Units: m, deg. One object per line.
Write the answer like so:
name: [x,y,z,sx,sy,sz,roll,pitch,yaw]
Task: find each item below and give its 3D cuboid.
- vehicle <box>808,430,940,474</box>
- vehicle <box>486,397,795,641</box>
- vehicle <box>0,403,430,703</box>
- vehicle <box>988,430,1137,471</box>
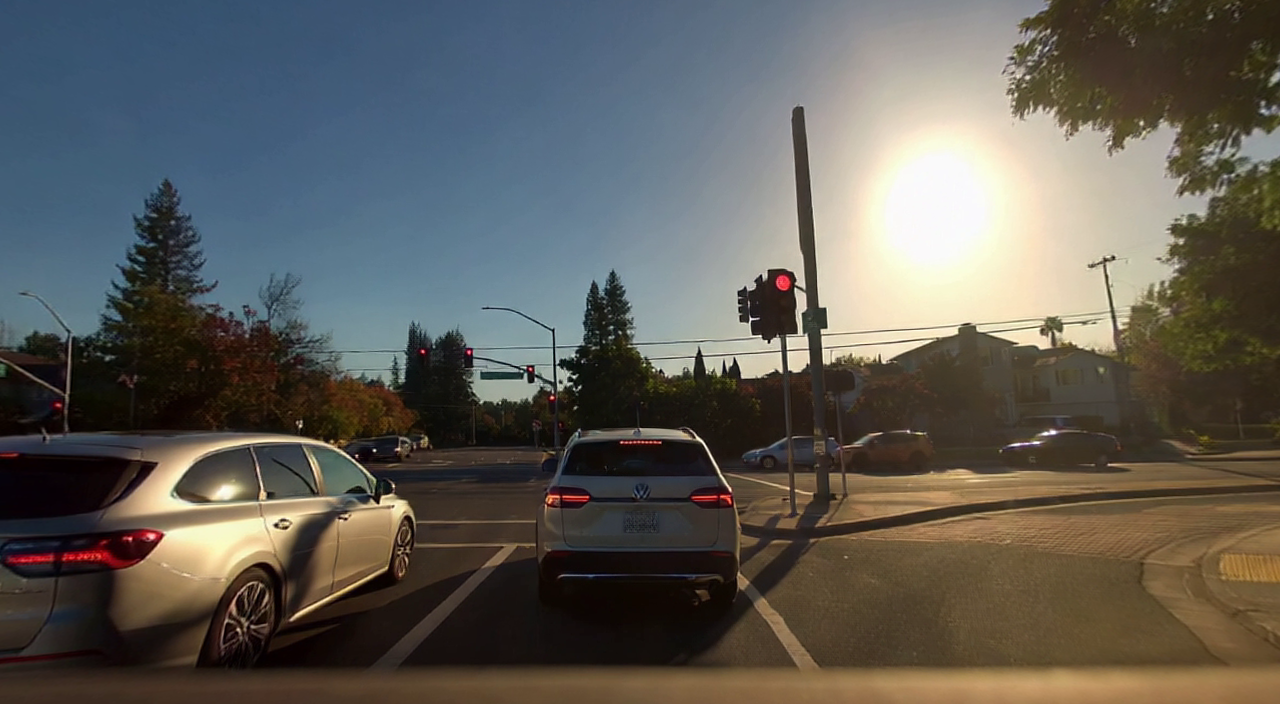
vehicle: [9.895,4.280,27.106,4.887,1.769,2.035,-1,-9,6]
vehicle: [-0.141,1.468,6.558,2.154,1.670,4.140,1,-9,-4]
vehicle: [-3.290,1.273,4.698,2.035,1.492,4.415,0,-9,-2]
vehicle: [17.430,4.097,26.279,4.670,1.616,1.926,-1,-9,6]
